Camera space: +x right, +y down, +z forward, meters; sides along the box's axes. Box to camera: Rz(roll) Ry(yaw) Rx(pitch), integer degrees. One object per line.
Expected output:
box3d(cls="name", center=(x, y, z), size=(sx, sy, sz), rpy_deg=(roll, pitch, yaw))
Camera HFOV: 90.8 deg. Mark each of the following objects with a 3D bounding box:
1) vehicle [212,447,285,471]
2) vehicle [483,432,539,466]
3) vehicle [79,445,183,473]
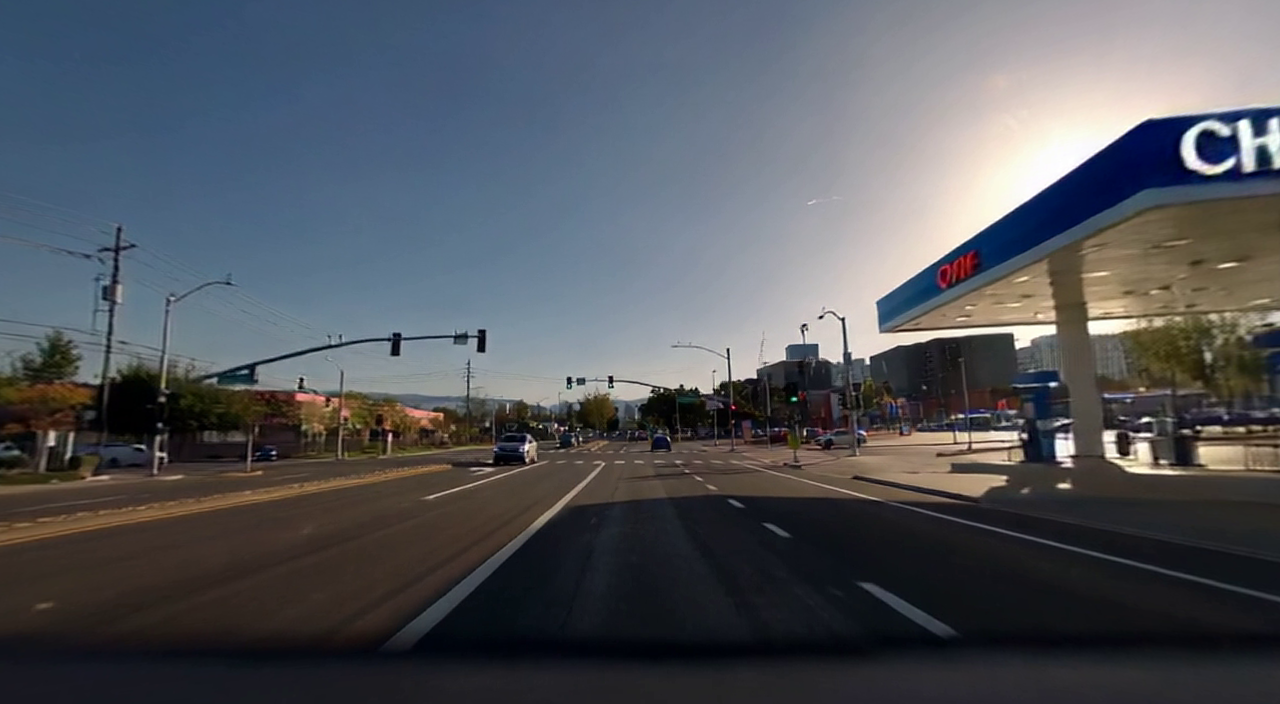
box3d(cls="vehicle", center=(-25.168, 6.817, 40.570), size=(4.444, 1.457, 1.927), rpy_deg=(-5, -10, 29))
box3d(cls="vehicle", center=(-6.889, 5.237, 34.279), size=(2.074, 1.692, 4.333), rpy_deg=(0, -8, 1))
box3d(cls="vehicle", center=(-34.268, 7.208, 42.654), size=(5.040, 1.826, 2.155), rpy_deg=(0, -8, -2))
